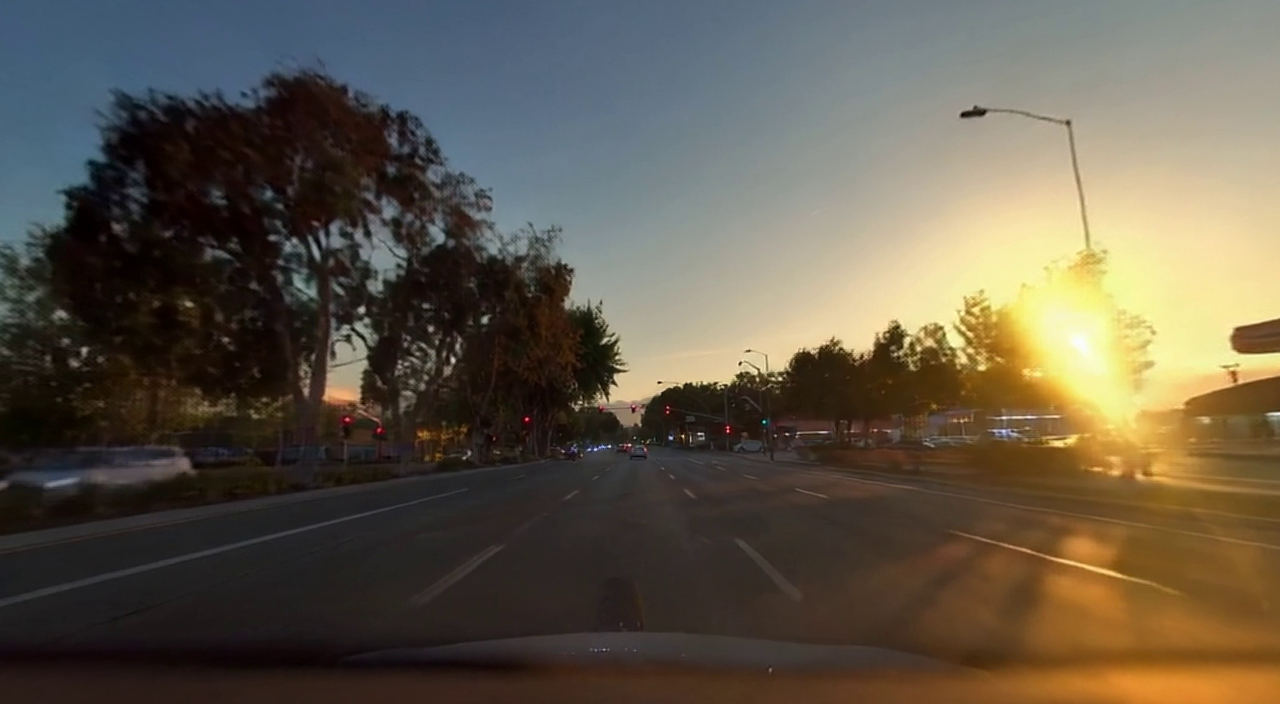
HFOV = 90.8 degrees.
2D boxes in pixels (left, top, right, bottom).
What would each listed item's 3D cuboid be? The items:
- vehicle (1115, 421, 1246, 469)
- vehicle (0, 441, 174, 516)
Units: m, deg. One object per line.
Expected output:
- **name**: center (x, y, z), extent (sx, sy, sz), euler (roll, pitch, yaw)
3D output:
- **vehicle**: center (18.375, 3.202, 21.733), extent (1.767, 1.466, 3.855), euler (-2, -9, 14)
- **vehicle**: center (-14.486, 3.119, 16.164), extent (2.020, 1.645, 4.146), euler (0, -8, -2)
